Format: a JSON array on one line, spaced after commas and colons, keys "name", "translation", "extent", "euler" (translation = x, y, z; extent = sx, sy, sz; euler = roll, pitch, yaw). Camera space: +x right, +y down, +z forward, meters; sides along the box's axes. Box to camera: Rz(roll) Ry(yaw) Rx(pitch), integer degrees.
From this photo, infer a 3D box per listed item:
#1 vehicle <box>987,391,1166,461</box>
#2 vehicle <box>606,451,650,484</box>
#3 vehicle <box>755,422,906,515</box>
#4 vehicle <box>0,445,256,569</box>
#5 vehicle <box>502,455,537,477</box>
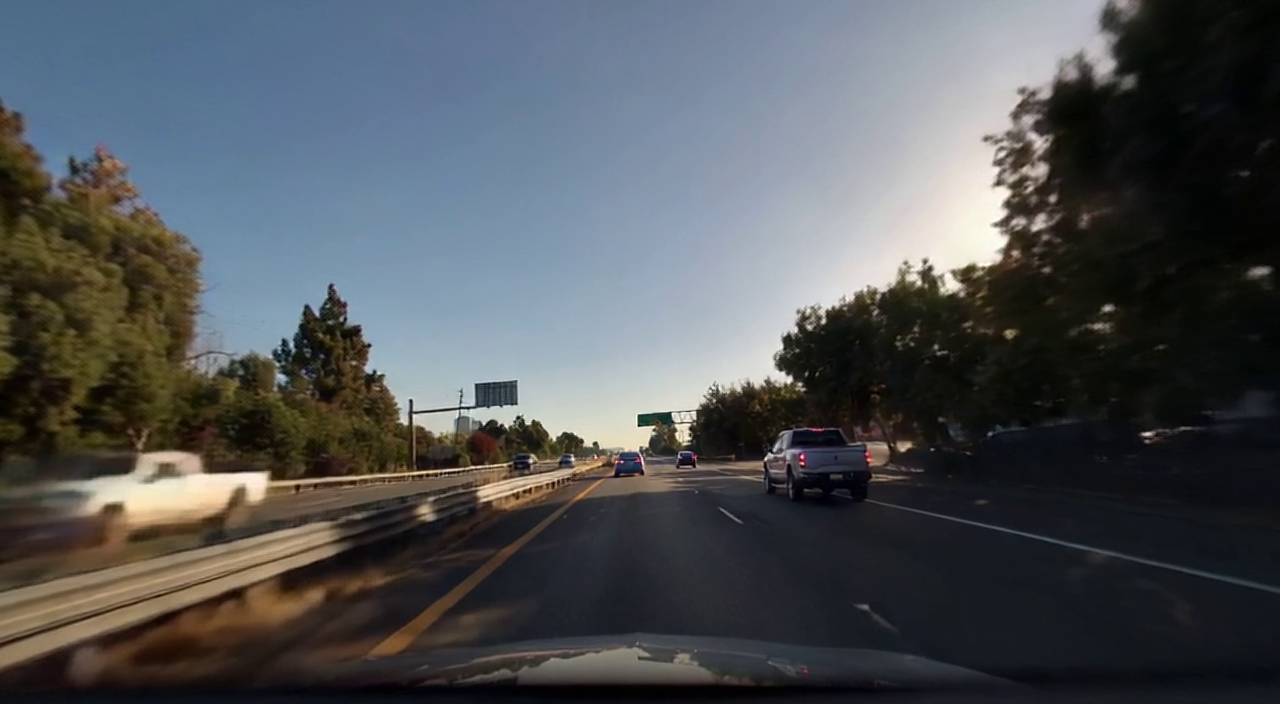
[{"name": "vehicle", "translation": [28.571, 5.291, 42.466], "extent": [2.909, 3.998, 13.523], "euler": [-1, -9, 3]}, {"name": "vehicle", "translation": [-0.548, 5.563, 30.553], "extent": [2.029, 1.483, 3.769], "euler": [0, -9, 0]}, {"name": "vehicle", "translation": [4.526, 2.869, 15.860], "extent": [2.261, 1.952, 4.784], "euler": [0, -9, 0]}, {"name": "vehicle", "translation": [-9.440, 2.605, 11.388], "extent": [1.992, 1.759, 4.557], "euler": [0, -9, 0]}, {"name": "vehicle", "translation": [-9.475, 8.942, 49.488], "extent": [1.877, 1.597, 4.092], "euler": [-1, -9, 2]}]
